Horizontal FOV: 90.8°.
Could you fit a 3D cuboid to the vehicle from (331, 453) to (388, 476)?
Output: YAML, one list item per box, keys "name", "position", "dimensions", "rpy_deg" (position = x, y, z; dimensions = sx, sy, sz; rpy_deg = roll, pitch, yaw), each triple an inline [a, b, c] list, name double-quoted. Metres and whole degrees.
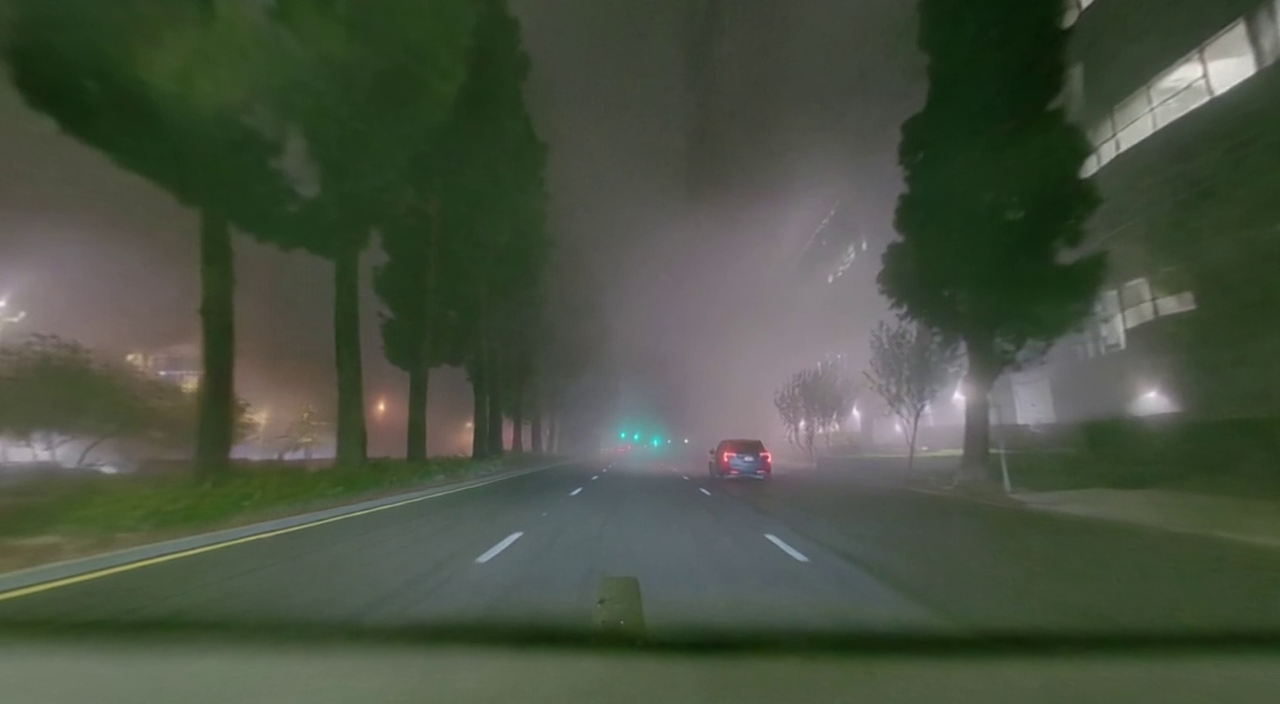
- name: "vehicle"
  position: [-19.843, 7.940, 44.934]
  dimensions: [1.880, 1.455, 4.654]
  rpy_deg: [0, -8, 1]

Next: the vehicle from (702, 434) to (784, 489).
- name: "vehicle"
  position: [3.541, 3.844, 22.574]
  dimensions: [2.083, 1.743, 4.354]
  rpy_deg: [0, -8, -1]
